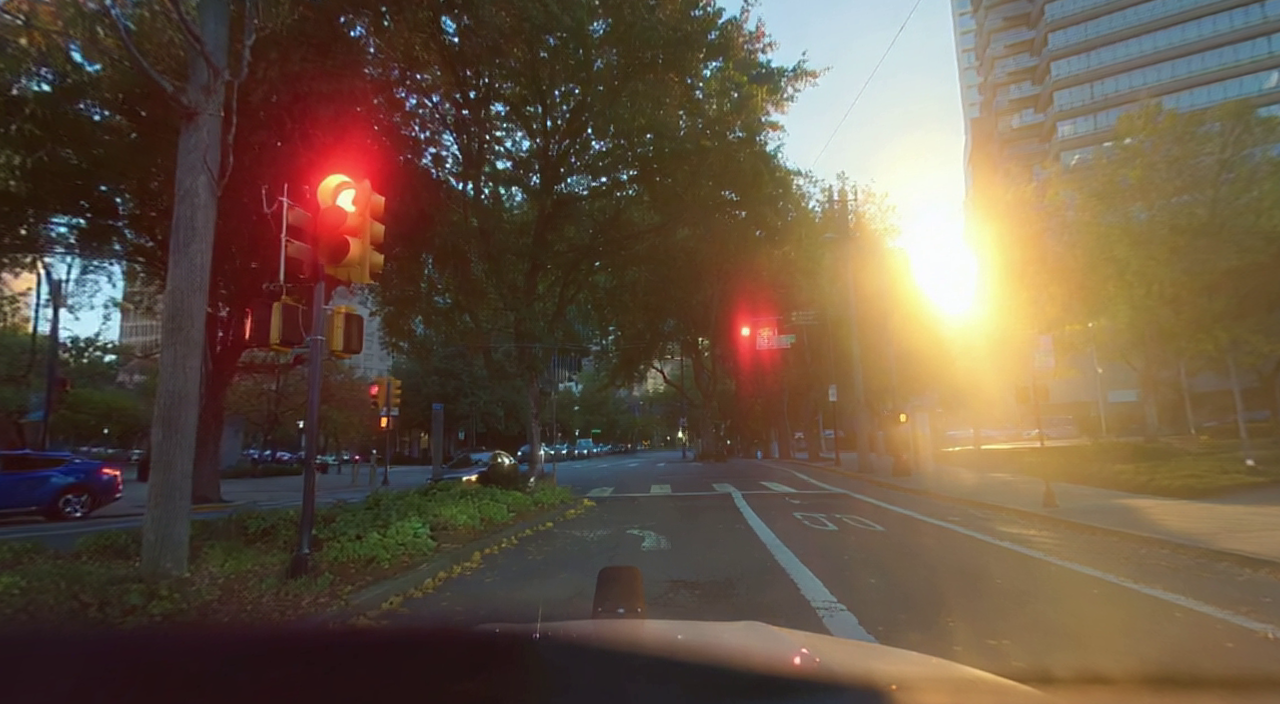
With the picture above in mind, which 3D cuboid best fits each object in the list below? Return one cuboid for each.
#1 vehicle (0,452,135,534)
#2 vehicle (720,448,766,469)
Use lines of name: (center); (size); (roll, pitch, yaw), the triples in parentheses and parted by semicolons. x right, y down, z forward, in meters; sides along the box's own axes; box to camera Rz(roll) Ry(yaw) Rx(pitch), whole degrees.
vehicle: (-12.860, 2.715, 12.270); (4.598, 1.490, 1.816); (7, -11, -40)
vehicle: (7.857, 8.129, 48.414); (1.829, 1.440, 4.384); (2, -9, -14)
